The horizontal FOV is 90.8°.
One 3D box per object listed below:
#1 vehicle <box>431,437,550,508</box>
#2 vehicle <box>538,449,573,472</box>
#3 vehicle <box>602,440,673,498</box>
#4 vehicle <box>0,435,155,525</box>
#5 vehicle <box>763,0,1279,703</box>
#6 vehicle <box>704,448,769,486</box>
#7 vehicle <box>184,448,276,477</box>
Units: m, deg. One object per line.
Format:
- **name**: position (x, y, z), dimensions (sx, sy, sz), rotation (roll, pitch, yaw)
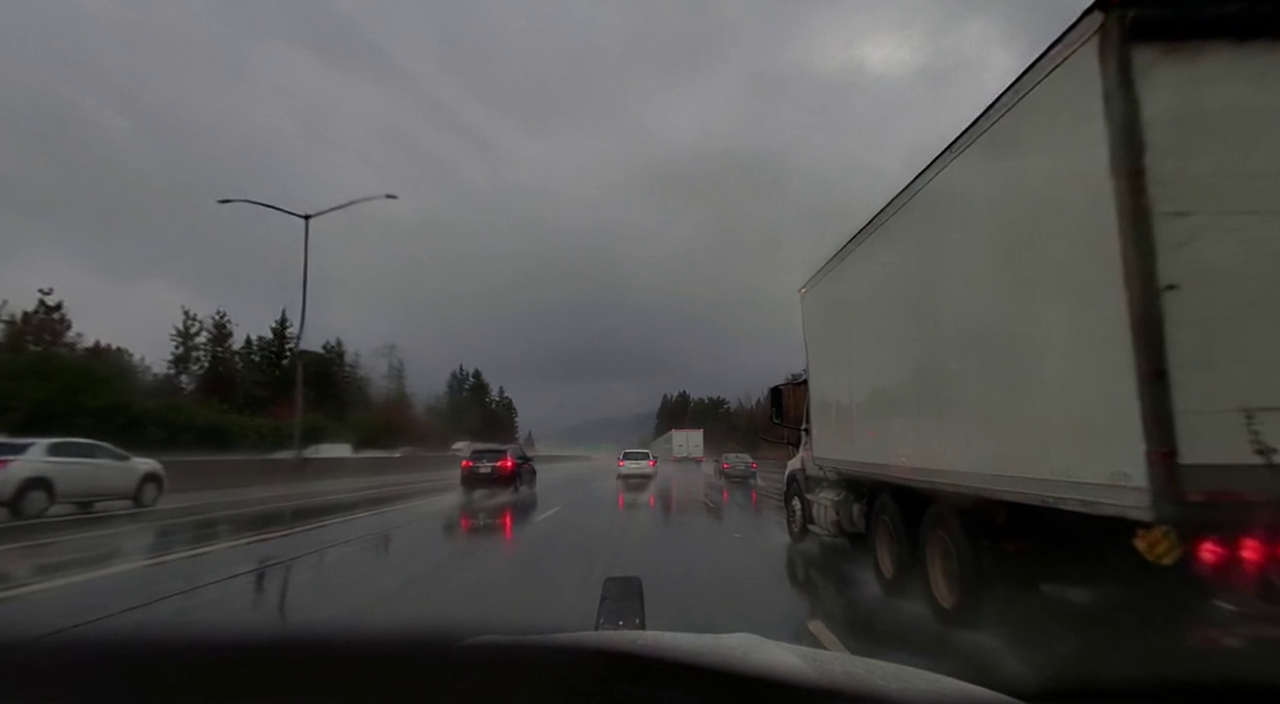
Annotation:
- **vehicle**: position (-3.945, 3.259, 17.624), dimensions (1.988, 1.696, 4.754), rotation (0, -9, 2)
- **vehicle**: position (-6.364, 8.239, 48.058), dimensions (1.958, 1.633, 4.568), rotation (0, -9, 2)
- **vehicle**: position (-0.021, 3.831, 21.145), dimensions (2.103, 1.717, 4.399), rotation (0, -9, 1)
- **vehicle**: position (-13.610, 2.769, 14.058), dimensions (1.946, 1.773, 4.446), rotation (0, -9, 2)
- **vehicle**: position (3.738, 0.662, 7.099), dimensions (2.836, 3.508, 8.723), rotation (0, -9, 0)
- **vehicle**: position (4.187, 5.059, 28.182), dimensions (2.146, 1.482, 4.665), rotation (0, -9, 0)
- **vehicle**: position (-26.477, 7.118, 41.085), dimensions (2.207, 1.712, 5.297), rotation (-1, -9, 3)
